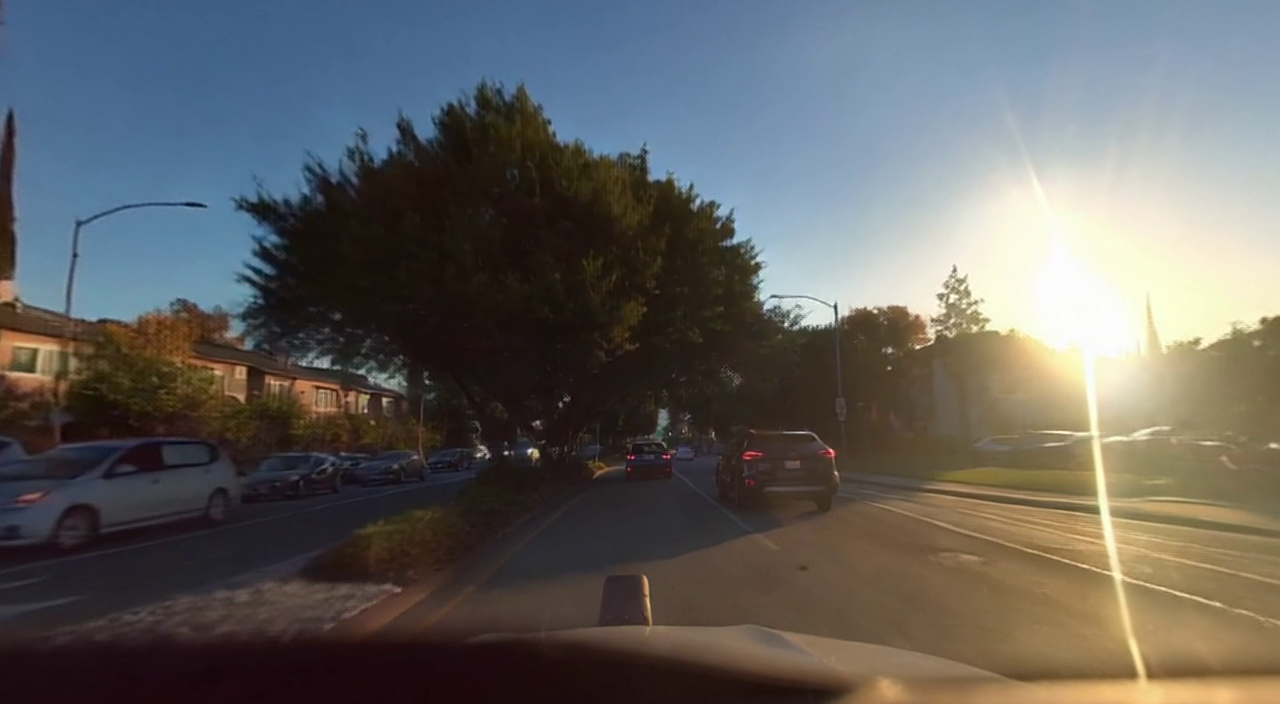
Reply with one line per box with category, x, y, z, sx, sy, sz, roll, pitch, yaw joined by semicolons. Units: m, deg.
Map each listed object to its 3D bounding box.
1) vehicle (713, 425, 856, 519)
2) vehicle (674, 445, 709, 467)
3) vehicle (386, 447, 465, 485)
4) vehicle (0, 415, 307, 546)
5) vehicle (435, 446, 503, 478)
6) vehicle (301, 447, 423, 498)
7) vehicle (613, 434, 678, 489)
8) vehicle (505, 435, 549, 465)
vehicle;3.063;2.651;14.474;2.166;1.799;4.372;0;-8;-1
vehicle;3.602;7.359;44.841;2.096;1.489;4.757;0;-8;0
vehicle;-8.742;4.672;26.097;1.786;1.422;4.021;0;-8;1
vehicle;-8.794;2.296;11.984;2.182;1.939;4.889;0;-8;0
vehicle;-8.709;5.609;32.603;2.140;1.510;5.005;0;-8;0
vehicle;-8.885;3.855;20.627;1.923;1.433;4.450;0;-8;1
vehicle;0.181;3.983;23.255;2.185;1.822;4.391;0;-8;0
vehicle;-8.660;7.591;48.987;2.037;2.113;7.185;0;-8;1
